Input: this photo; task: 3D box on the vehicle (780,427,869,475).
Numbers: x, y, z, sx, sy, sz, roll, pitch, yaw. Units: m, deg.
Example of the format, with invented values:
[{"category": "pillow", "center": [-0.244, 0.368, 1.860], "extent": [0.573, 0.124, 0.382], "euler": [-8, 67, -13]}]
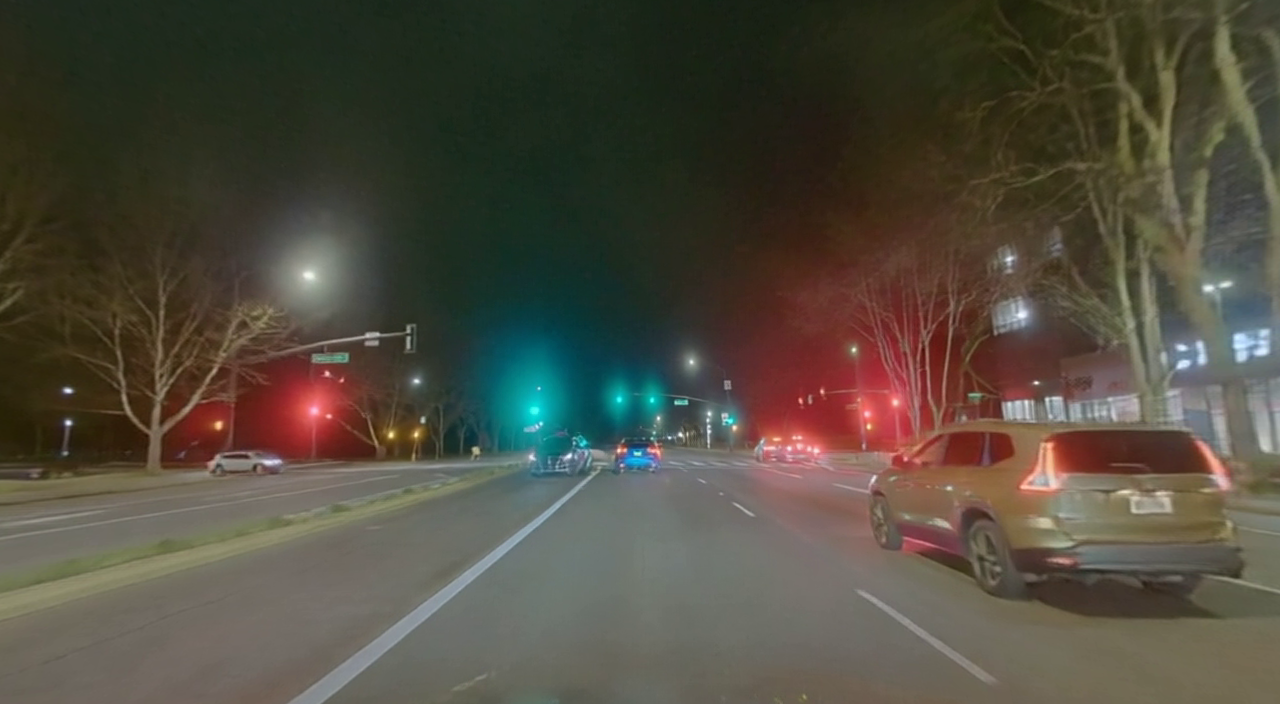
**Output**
[{"category": "vehicle", "center": [7.268, 3.976, 25.477], "extent": [2.068, 1.731, 4.752], "euler": [0, -8, -1]}]

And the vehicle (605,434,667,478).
[{"category": "vehicle", "center": [-0.151, 3.804, 23.333], "extent": [2.097, 1.480, 4.006], "euler": [0, -8, 0]}]

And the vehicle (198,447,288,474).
[{"category": "vehicle", "center": [-24.845, 6.762, 39.714], "extent": [4.561, 1.588, 1.832], "euler": [5, -10, -29]}]

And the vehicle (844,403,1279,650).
[{"category": "vehicle", "center": [3.679, 1.378, 6.085], "extent": [1.861, 1.473, 4.393], "euler": [0, -8, -1]}]

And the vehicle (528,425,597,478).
[{"category": "vehicle", "center": [-2.875, 3.856, 24.621], "extent": [2.064, 1.825, 4.760], "euler": [0, -8, 0]}]

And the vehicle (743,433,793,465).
[{"category": "vehicle", "center": [7.078, 5.420, 35.365], "extent": [1.894, 1.693, 4.110], "euler": [0, -8, -1]}]
